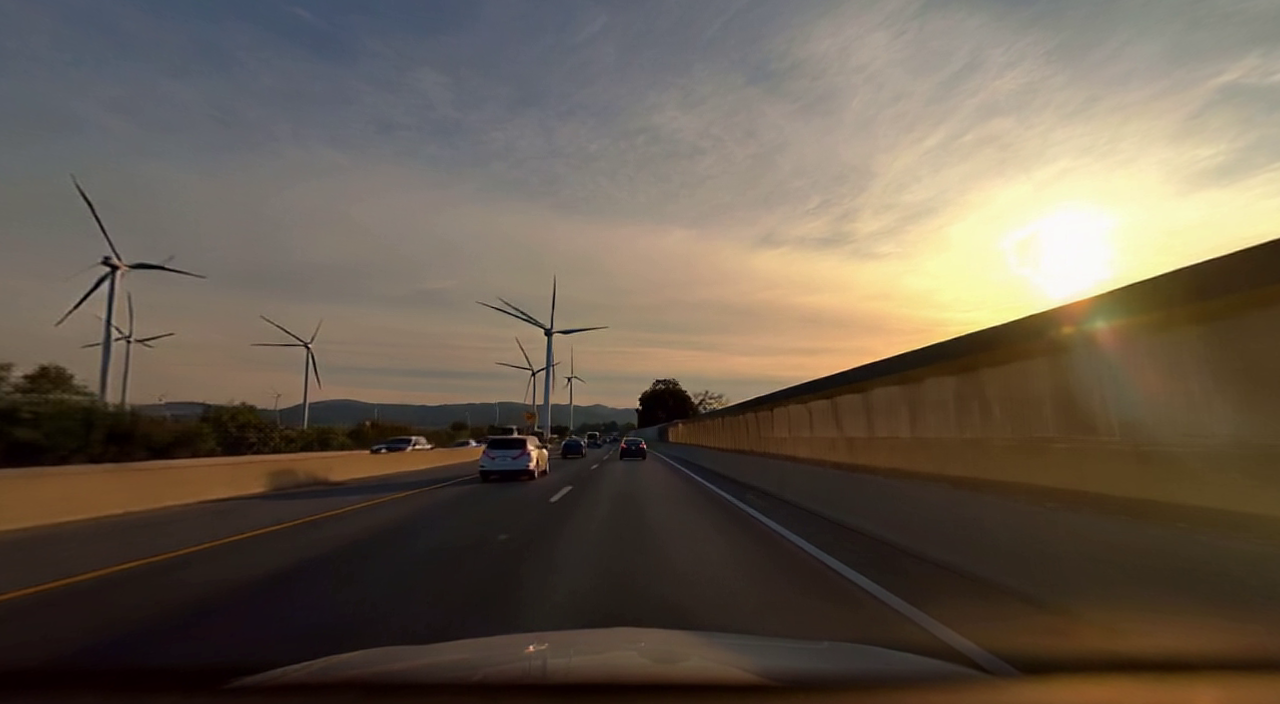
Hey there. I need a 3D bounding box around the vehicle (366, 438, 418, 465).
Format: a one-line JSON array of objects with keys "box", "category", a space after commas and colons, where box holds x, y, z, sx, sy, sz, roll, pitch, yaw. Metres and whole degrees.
[{"box": [-18.450, 7.370, 47.120, 2.109, 1.898, 4.672, 0, -8, -1], "category": "vehicle"}]

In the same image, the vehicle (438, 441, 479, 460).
[{"box": [-14.129, 7.683, 49.294, 2.102, 1.424, 4.011, 0, -8, -1], "category": "vehicle"}]

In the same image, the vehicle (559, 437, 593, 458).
[{"box": [-4.564, 6.873, 45.300, 2.059, 1.436, 3.802, 0, -8, -1], "category": "vehicle"}]

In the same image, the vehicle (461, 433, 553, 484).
[{"box": [-4.215, 3.446, 20.796, 1.998, 1.468, 4.635, 0, -8, 0], "category": "vehicle"}]

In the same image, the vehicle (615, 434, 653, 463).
[{"box": [-0.376, 5.417, 35.486, 2.027, 1.550, 3.607, 0, -8, -1], "category": "vehicle"}]
